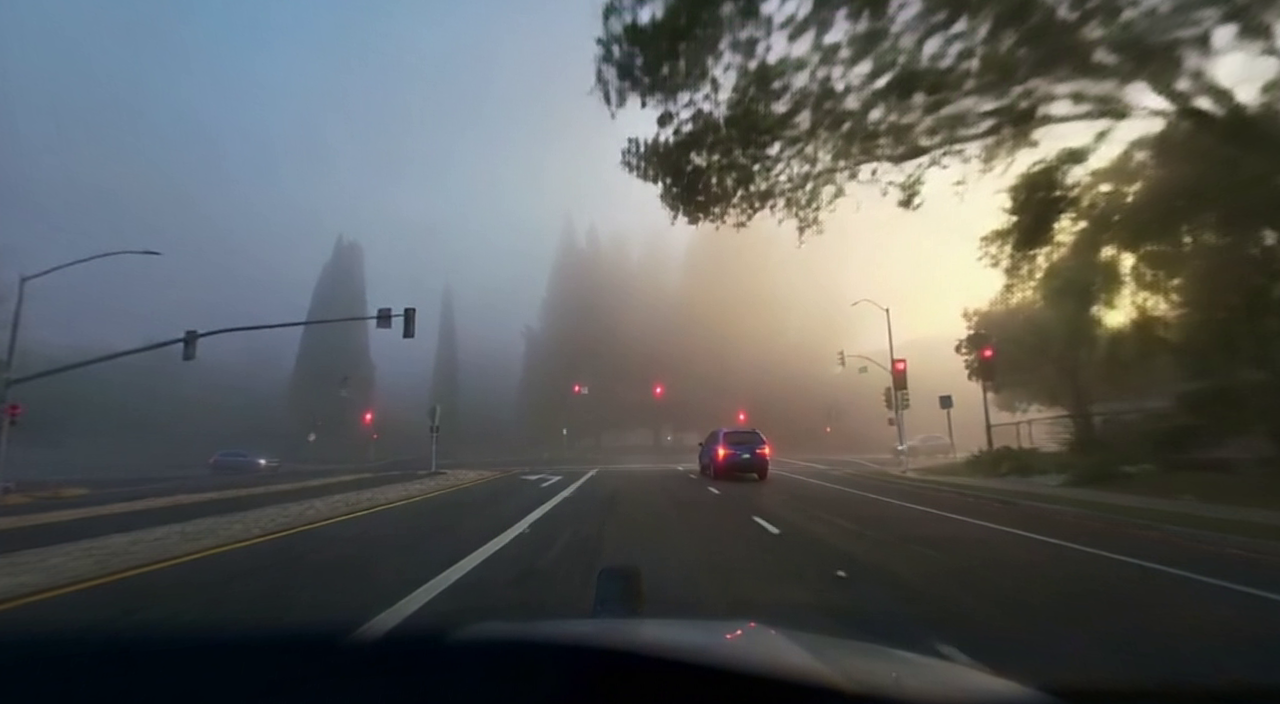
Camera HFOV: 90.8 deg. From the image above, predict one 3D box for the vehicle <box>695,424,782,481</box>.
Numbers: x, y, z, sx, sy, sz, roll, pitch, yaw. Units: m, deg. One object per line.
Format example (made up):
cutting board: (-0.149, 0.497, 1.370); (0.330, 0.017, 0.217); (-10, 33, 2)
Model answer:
vehicle: (3.390, 3.611, 22.888); (2.229, 1.795, 4.927); (0, -9, -1)

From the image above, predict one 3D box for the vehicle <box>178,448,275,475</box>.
vehicle: (-26.365, 6.968, 40.407); (4.737, 1.659, 2.042); (0, -9, -2)
